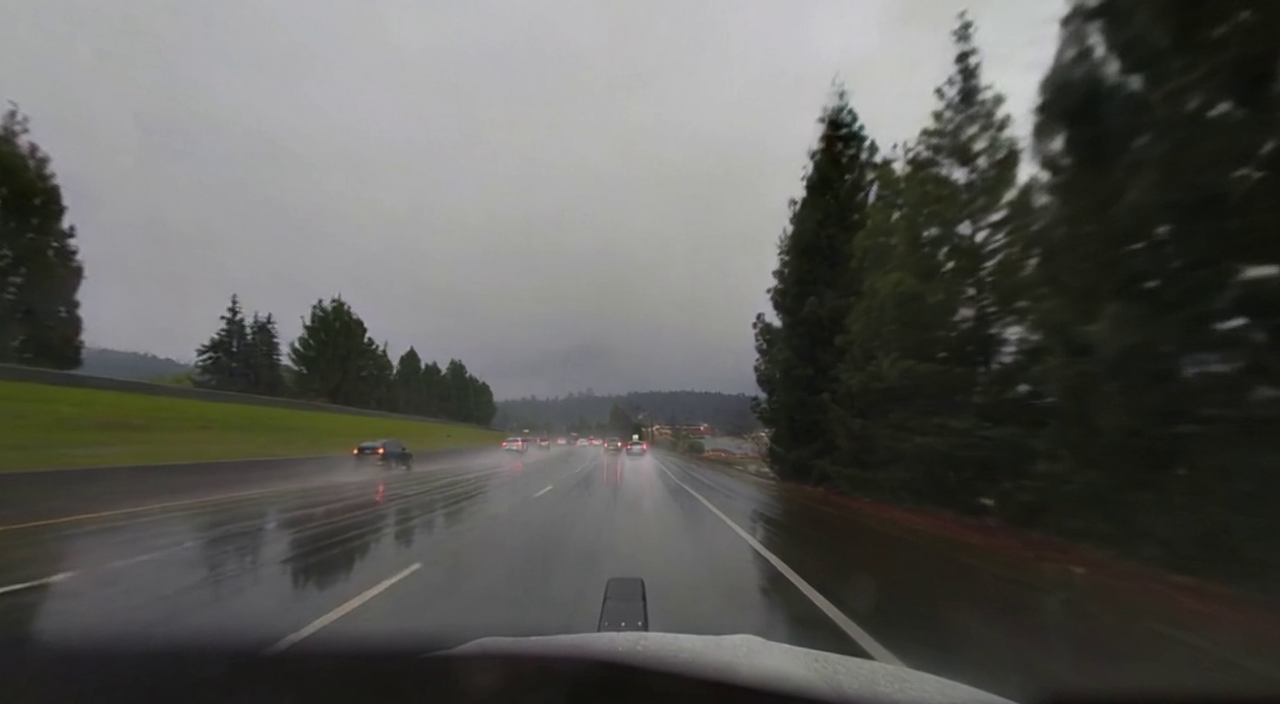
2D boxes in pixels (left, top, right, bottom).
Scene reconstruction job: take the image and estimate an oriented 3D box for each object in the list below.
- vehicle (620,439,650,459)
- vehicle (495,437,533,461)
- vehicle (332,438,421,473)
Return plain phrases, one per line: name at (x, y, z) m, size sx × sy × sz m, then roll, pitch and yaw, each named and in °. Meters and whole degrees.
vehicle at (-0.425, 7.261, 47.137) m, size 2.060 × 1.465 × 3.974 m, roll 0°, pitch -8°, yaw -3°
vehicle at (-9.249, 7.153, 46.548) m, size 2.015 × 1.651 × 4.432 m, roll 0°, pitch -8°, yaw -1°
vehicle at (-11.960, 4.712, 28.932) m, size 2.056 × 1.489 × 4.852 m, roll 0°, pitch -8°, yaw -1°
